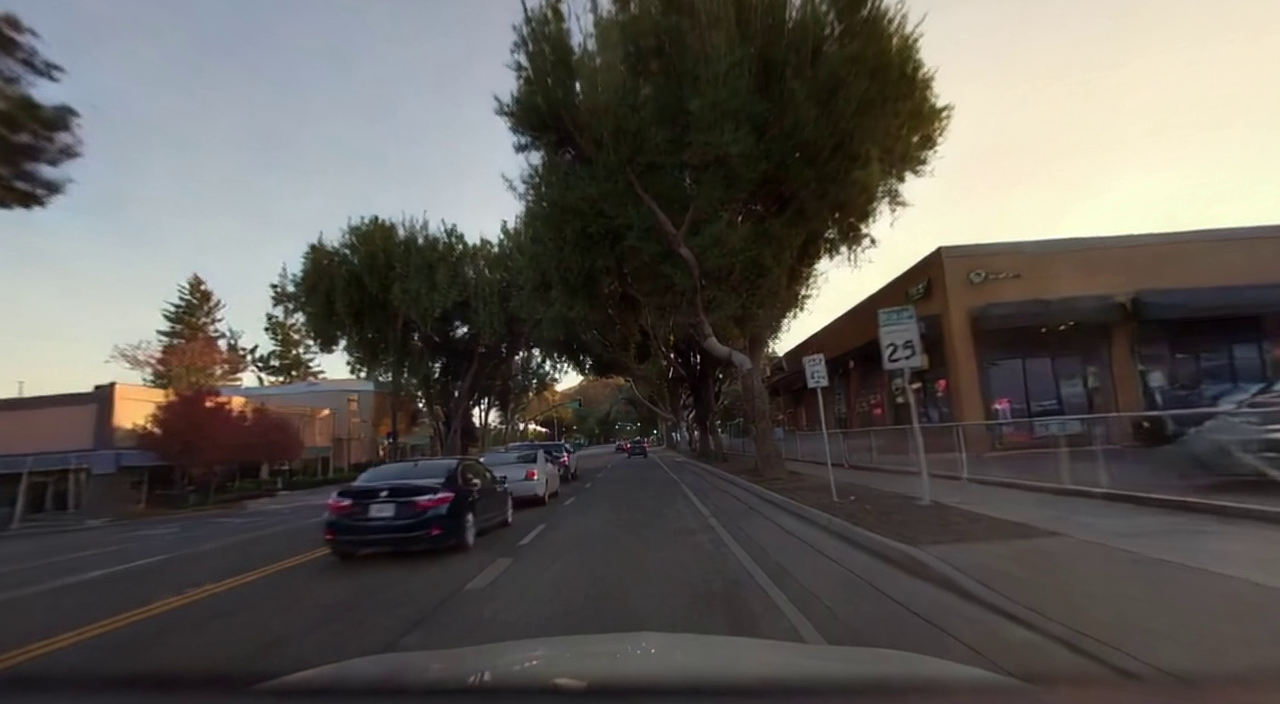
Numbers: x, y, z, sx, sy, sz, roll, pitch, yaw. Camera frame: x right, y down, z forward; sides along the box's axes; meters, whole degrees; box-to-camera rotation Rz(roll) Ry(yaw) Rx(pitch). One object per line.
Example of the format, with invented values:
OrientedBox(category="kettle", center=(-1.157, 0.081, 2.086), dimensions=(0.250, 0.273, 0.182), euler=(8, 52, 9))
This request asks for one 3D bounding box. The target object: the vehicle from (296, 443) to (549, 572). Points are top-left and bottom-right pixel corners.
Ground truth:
OrientedBox(category="vehicle", center=(-2.786, 2.101, 9.444), dimensions=(2.099, 1.424, 4.609), euler=(0, -8, 1))

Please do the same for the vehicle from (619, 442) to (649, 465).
OrientedBox(category="vehicle", center=(-0.473, 7.077, 44.191), dimensions=(2.020, 1.478, 3.922), euler=(0, -8, -2))
